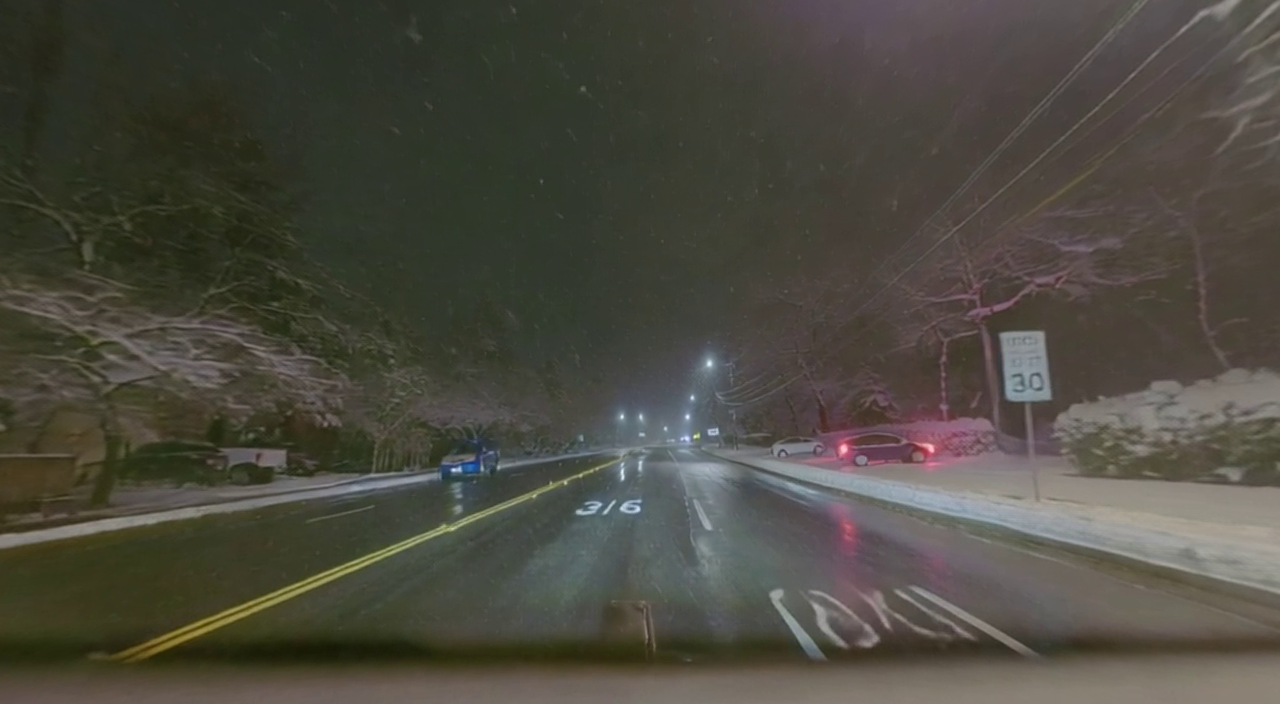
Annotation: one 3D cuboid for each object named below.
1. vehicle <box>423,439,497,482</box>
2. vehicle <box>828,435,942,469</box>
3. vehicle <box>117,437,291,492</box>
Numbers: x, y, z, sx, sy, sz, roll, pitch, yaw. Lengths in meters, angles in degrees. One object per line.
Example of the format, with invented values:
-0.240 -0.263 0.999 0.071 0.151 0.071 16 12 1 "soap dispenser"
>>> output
-8.432 5.084 29.959 2.142 1.723 4.275 -3 -8 2 "vehicle"
11.130 4.582 28.887 4.460 1.456 1.804 -1 -9 3 "vehicle"
-15.687 4.050 22.879 4.753 1.850 2.127 -1 -9 3 "vehicle"
